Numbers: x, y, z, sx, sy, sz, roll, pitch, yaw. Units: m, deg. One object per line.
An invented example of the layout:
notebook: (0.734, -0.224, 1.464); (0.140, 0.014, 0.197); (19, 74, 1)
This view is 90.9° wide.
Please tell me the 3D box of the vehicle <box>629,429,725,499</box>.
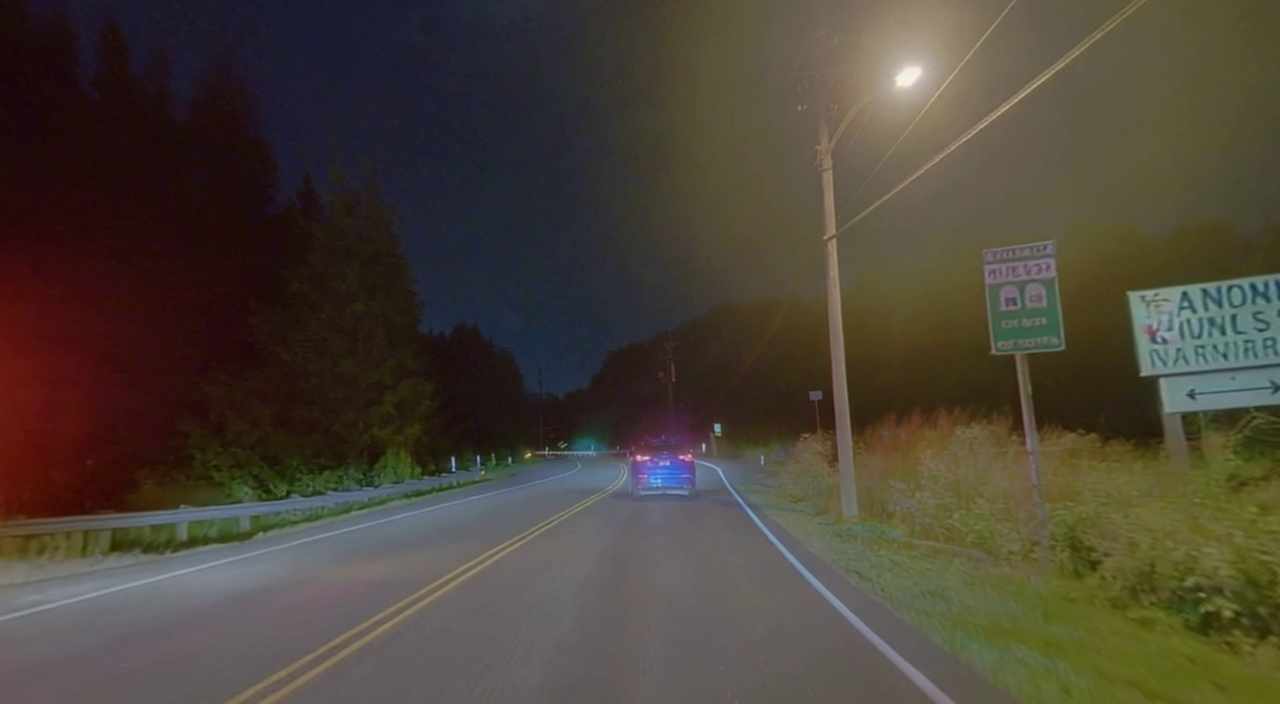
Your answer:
vehicle: (0.875, 2.719, 15.620); (2.081, 1.503, 3.726); (0, -8, 2)

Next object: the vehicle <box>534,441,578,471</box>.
vehicle: (-6.173, 7.493, 45.581); (2.668, 1.981, 5.575); (2, -9, -12)
